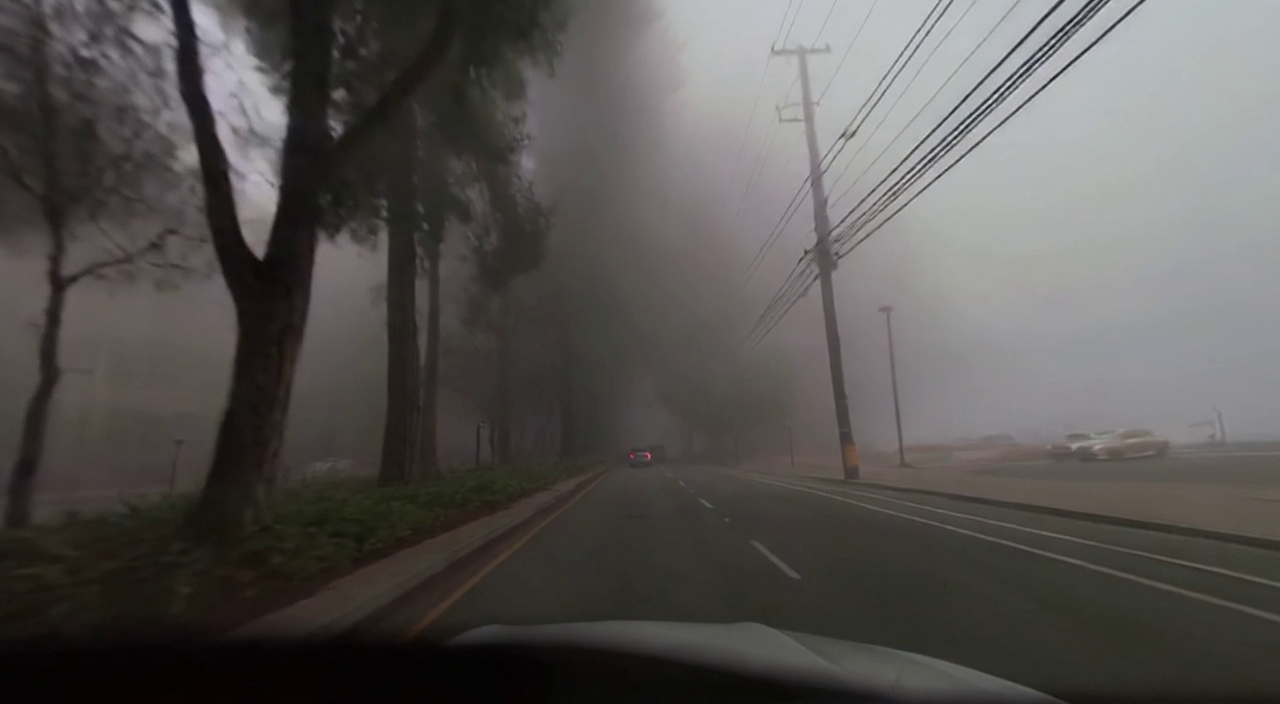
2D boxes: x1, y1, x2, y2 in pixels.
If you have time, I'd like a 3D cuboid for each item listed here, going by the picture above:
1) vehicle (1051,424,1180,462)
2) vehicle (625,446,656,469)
[{"bbox_3d":[25.919,5.096,34.809,2.189,1.805,5.633,-1,-10,-7],"label":"vehicle"},{"bbox_3d":[0.007,7.783,46.775,2.109,1.501,4.042,-1,-8,-1],"label":"vehicle"}]
